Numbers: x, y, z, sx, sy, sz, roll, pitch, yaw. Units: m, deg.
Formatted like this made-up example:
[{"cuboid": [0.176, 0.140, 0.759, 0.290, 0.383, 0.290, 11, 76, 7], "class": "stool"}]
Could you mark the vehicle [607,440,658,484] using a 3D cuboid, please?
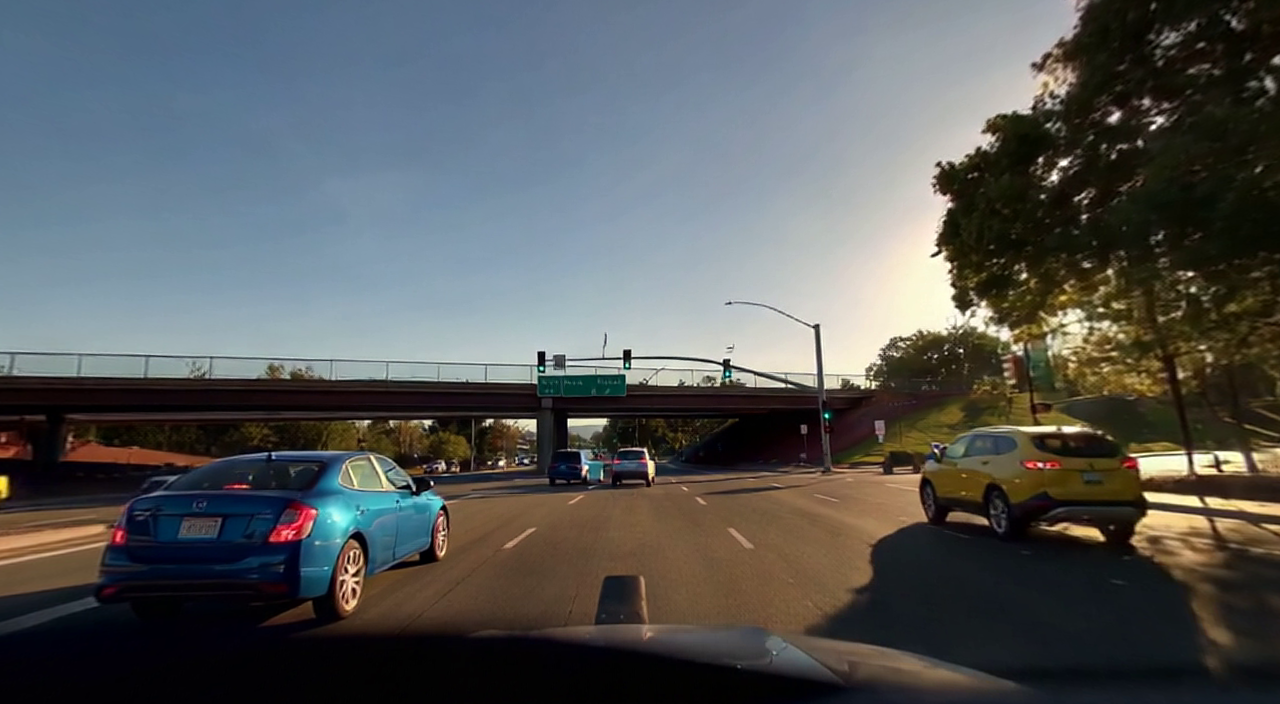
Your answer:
[{"cuboid": [-0.314, 5.464, 31.803, 2.342, 2.026, 4.642, 0, -8, 1], "class": "vehicle"}]

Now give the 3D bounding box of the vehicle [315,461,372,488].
[{"cuboid": [-19.712, 8.139, 42.198, 1.857, 1.534, 4.221, 0, -8, -1], "class": "vehicle"}]

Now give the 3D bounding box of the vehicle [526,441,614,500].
[{"cuboid": [-2.272, 3.998, 21.840, 2.060, 1.768, 4.681, -1, -8, 6], "class": "vehicle"}]

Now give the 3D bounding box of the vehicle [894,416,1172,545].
[{"cuboid": [6.426, 2.129, 11.120, 2.074, 1.785, 4.320, 0, -8, 0], "class": "vehicle"}]

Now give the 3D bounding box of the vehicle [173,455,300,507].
[{"cuboid": [-15.962, 5.081, 25.385, 2.007, 1.730, 4.774, -1, -8, -1], "class": "vehicle"}]

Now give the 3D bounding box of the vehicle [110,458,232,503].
[{"cuboid": [-23.298, 6.351, 31.714, 2.039, 1.965, 5.291, 0, -8, 0], "class": "vehicle"}]
